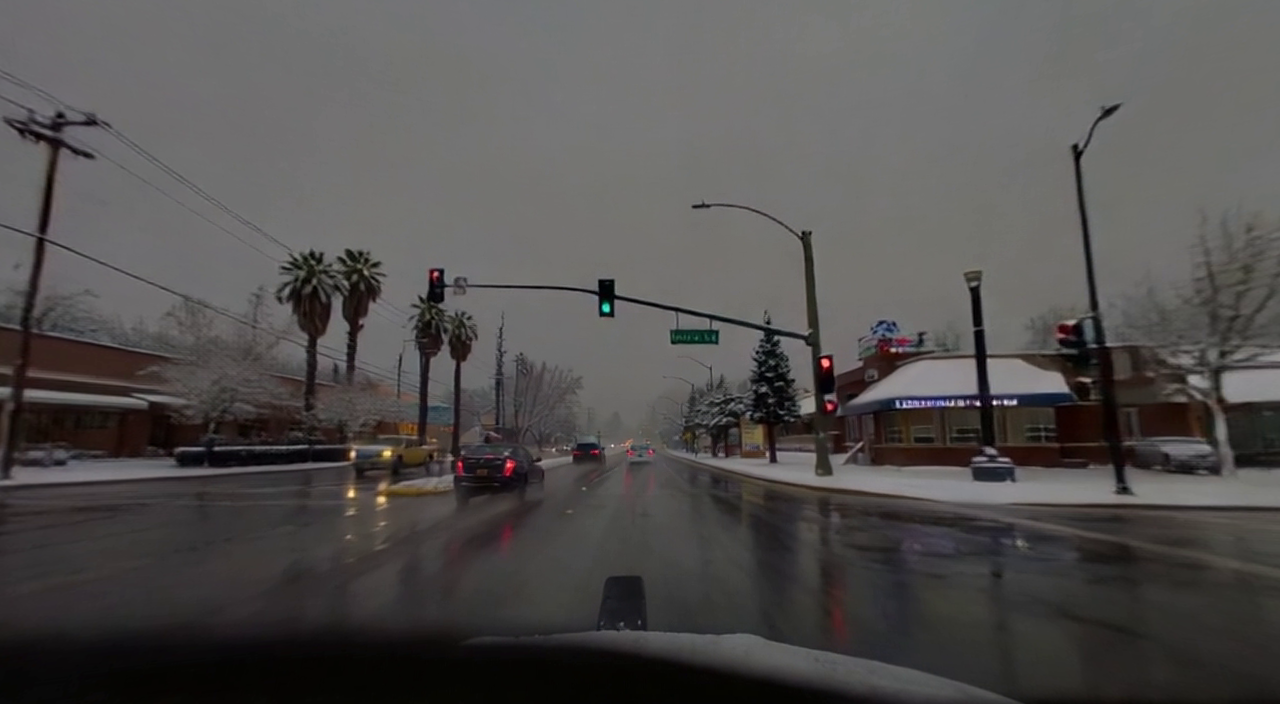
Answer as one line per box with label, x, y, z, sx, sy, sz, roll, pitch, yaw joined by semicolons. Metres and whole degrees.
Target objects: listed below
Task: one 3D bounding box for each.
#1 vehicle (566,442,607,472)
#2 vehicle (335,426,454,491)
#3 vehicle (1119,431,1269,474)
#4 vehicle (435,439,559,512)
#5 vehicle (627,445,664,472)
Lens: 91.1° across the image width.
vehicle;-3.012;6.020;36.338;1.979;1.634;3.957;0;-8;1
vehicle;-8.267;3.630;21.743;2.058;1.929;5.123;-1;-8;0
vehicle;22.853;4.148;26.027;4.415;1.622;1.955;-8;-12;44
vehicle;-3.292;2.908;15.427;1.904;1.513;4.410;0;-8;2
vehicle;0.312;6.381;37.958;2.094;1.496;4.070;0;-8;0
